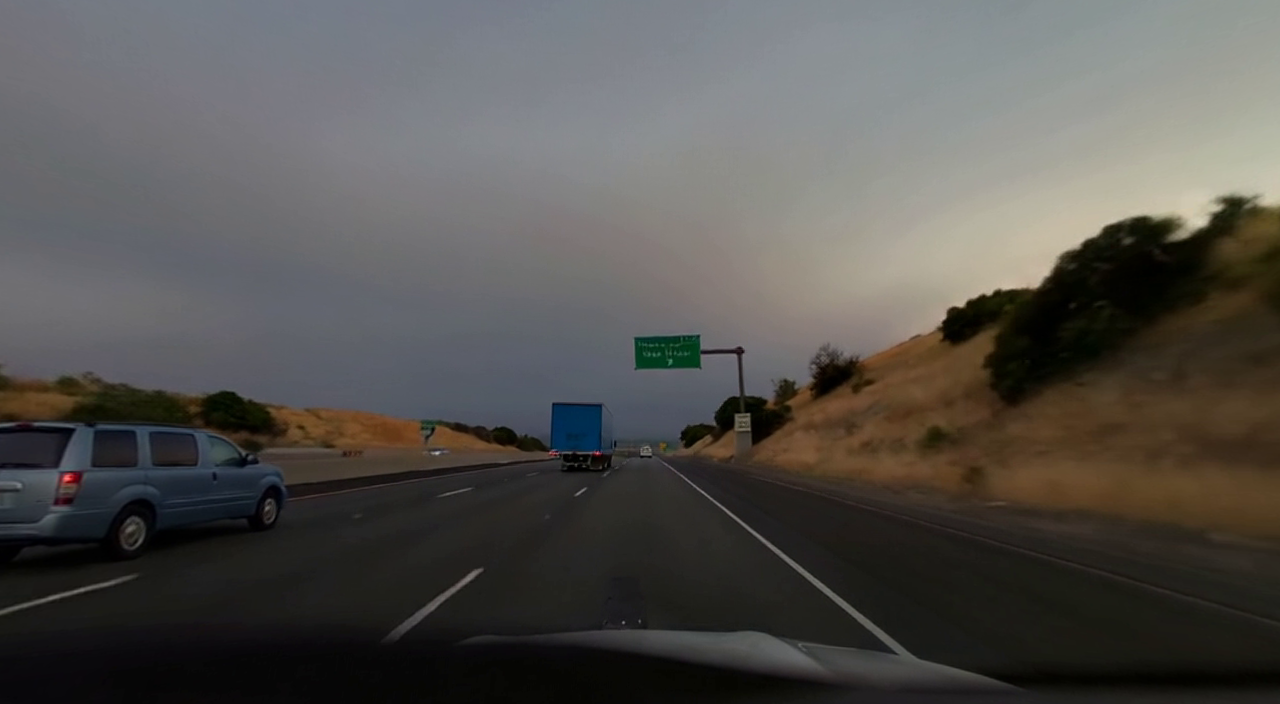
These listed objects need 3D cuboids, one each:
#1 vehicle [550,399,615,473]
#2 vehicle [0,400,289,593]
[{"bbox_3d":[-3.474,5.745,42.664,2.893,4.073,15.281,0,-8,0],"label":"vehicle"},{"bbox_3d":[-7.327,1.746,8.483,2.175,1.860,5.236,0,-8,0],"label":"vehicle"}]
